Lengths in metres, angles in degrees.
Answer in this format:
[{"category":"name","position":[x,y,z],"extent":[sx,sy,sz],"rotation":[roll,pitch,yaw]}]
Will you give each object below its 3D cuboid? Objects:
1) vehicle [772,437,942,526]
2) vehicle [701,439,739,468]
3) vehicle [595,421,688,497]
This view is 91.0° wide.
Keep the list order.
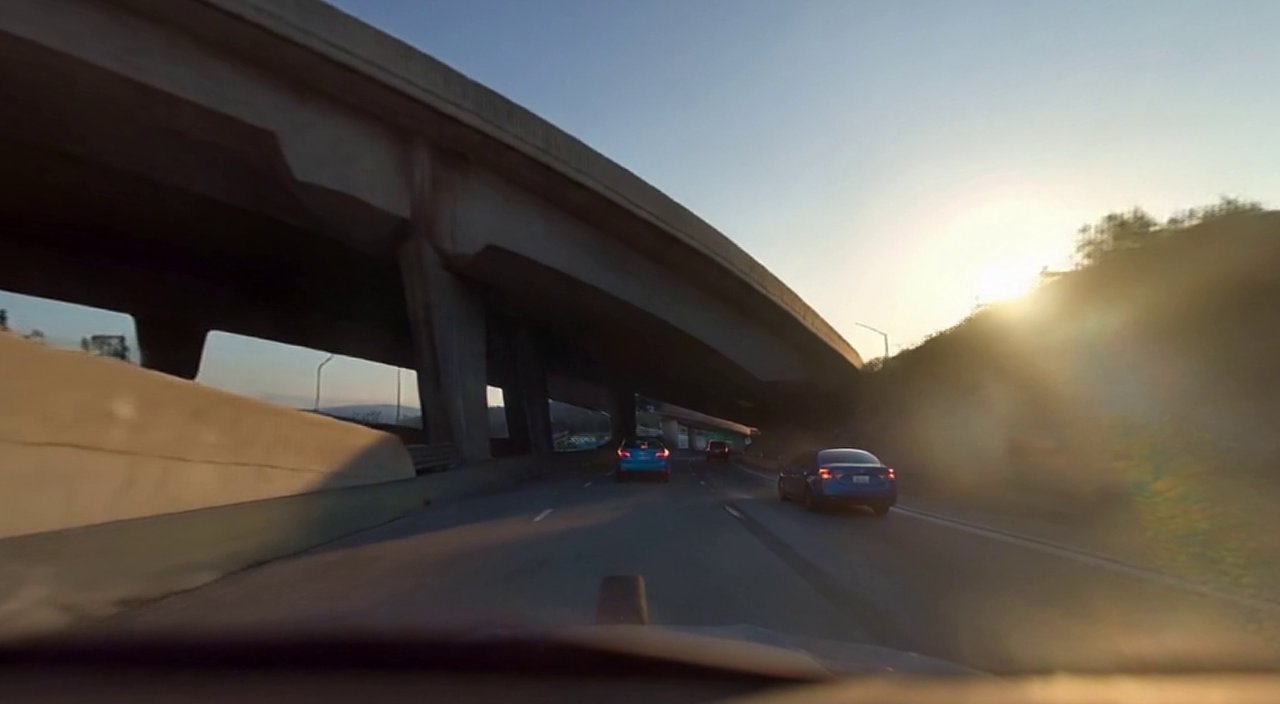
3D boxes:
[{"category":"vehicle","position":[4.120,2.510,12.787],"extent":[2.047,1.500,4.017],"rotation":[0,-9,0]},{"category":"vehicle","position":[5.024,6.412,40.014],"extent":[2.047,1.700,4.069],"rotation":[0,-9,3]},{"category":"vehicle","position":[0.092,2.944,17.645],"extent":[2.264,1.841,4.583],"rotation":[0,-9,1]}]
